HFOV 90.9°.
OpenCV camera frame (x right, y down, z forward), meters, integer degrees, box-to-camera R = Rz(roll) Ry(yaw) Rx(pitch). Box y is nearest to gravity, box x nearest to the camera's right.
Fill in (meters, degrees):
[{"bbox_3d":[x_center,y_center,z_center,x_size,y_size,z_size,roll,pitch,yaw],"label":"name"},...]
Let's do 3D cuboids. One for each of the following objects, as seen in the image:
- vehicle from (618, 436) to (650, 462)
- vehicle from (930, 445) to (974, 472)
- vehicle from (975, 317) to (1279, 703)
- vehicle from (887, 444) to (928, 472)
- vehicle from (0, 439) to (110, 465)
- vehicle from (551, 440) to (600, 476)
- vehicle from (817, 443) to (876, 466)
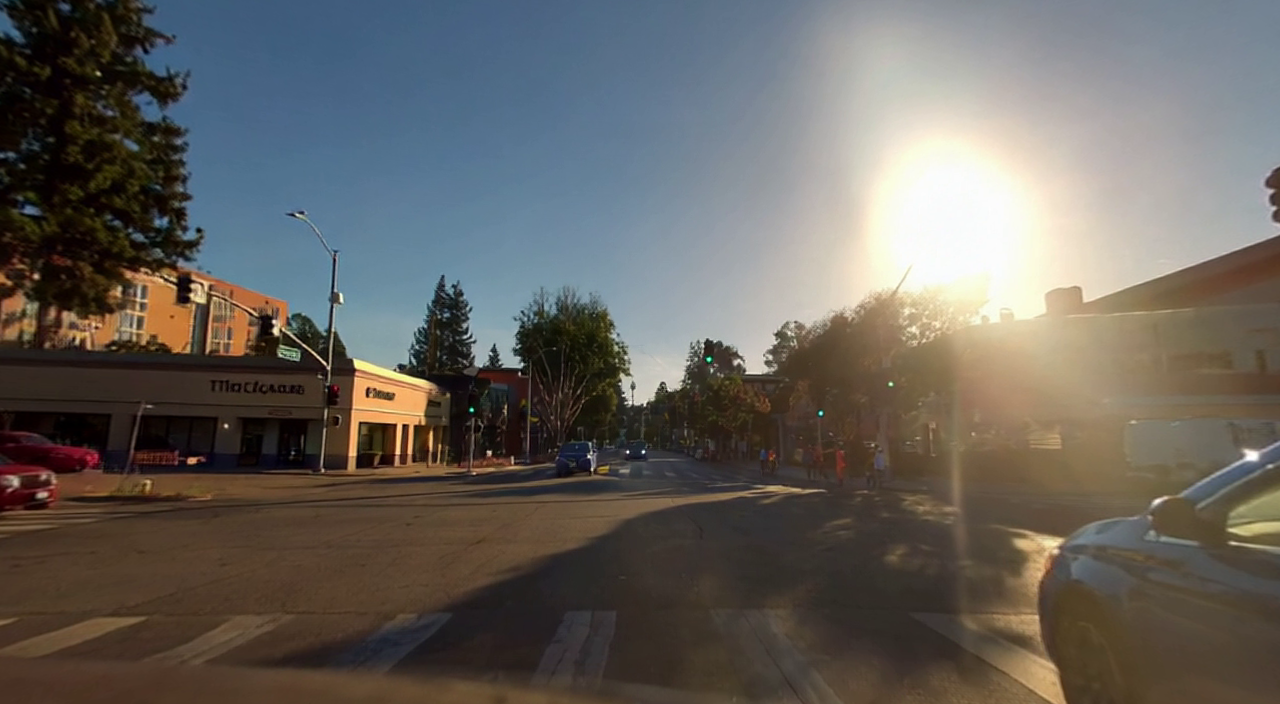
[{"bbox_3d":[-0.551,7.639,49.772,2.390,1.948,5.344,0,-8,-2],"label":"vehicle"},{"bbox_3d":[18.281,6.220,37.046,1.791,1.520,3.649,-3,-9,19],"label":"vehicle"},{"bbox_3d":[2.868,0.656,1.041,2.048,1.725,4.754,0,-8,1],"label":"vehicle"},{"bbox_3d":[15.855,6.262,37.527,1.875,1.543,3.853,-3,-9,19],"label":"vehicle"},{"bbox_3d":[-36.500,6.215,39.428,4.671,1.543,1.846,4,-9,-27],"label":"vehicle"},{"bbox_3d":[-3.141,5.245,31.453,1.961,1.658,4.064,0,-8,1],"label":"vehicle"},{"bbox_3d":[15.084,7.473,46.247,1.924,1.579,4.084,3,-9,-20],"label":"vehicle"}]
